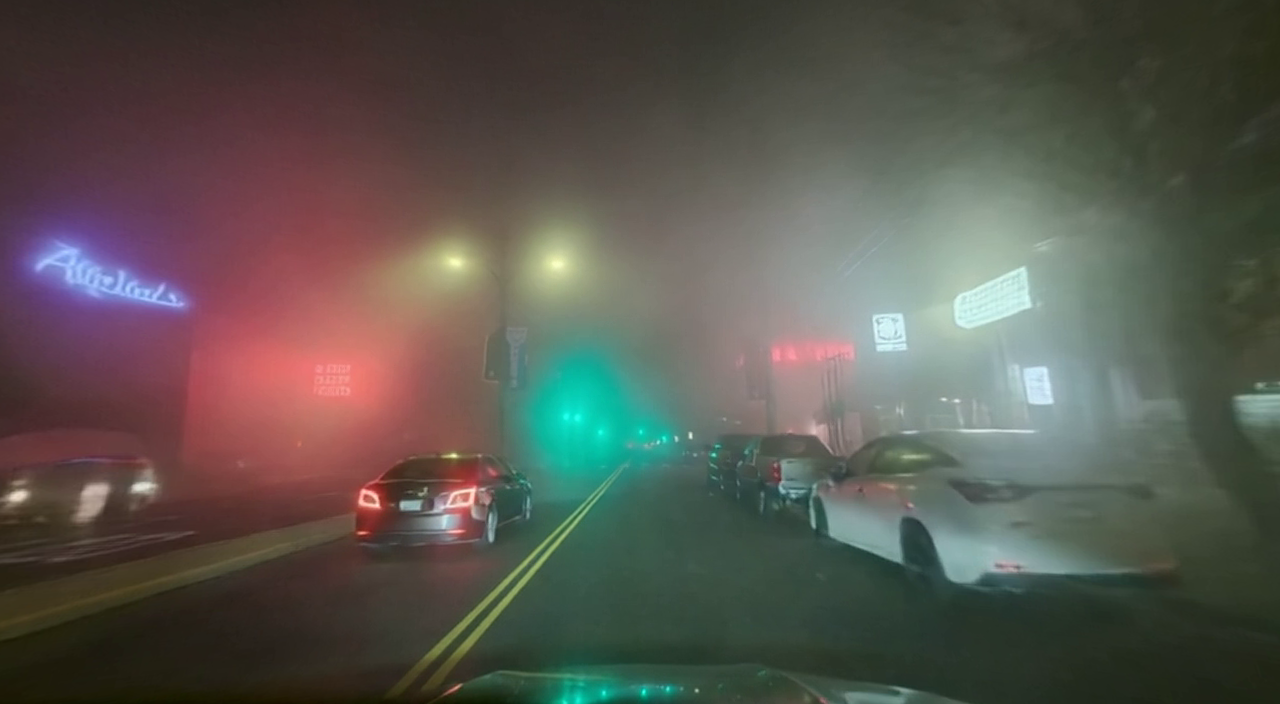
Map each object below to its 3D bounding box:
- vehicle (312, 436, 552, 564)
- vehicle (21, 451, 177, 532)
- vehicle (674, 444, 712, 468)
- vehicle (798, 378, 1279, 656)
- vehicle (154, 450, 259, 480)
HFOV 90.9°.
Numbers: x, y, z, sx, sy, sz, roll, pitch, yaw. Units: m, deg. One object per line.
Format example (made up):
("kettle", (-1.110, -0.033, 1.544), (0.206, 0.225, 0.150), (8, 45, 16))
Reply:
("vehicle", (-2.680, 2.009, 9.427), (2.030, 1.436, 4.388), (0, -8, 1))
("vehicle", (-12.378, 3.016, 14.325), (4.522, 1.479, 2.048), (-8, -11, 42))
("vehicle", (3.400, 6.800, 41.379), (1.950, 1.462, 4.807), (0, -8, -1))
("vehicle", (3.202, 1.404, 6.492), (2.086, 1.792, 4.608), (0, -8, 2))
("vehicle", (-23.649, 6.167, 34.472), (4.358, 1.522, 1.970), (0, -8, 4))
